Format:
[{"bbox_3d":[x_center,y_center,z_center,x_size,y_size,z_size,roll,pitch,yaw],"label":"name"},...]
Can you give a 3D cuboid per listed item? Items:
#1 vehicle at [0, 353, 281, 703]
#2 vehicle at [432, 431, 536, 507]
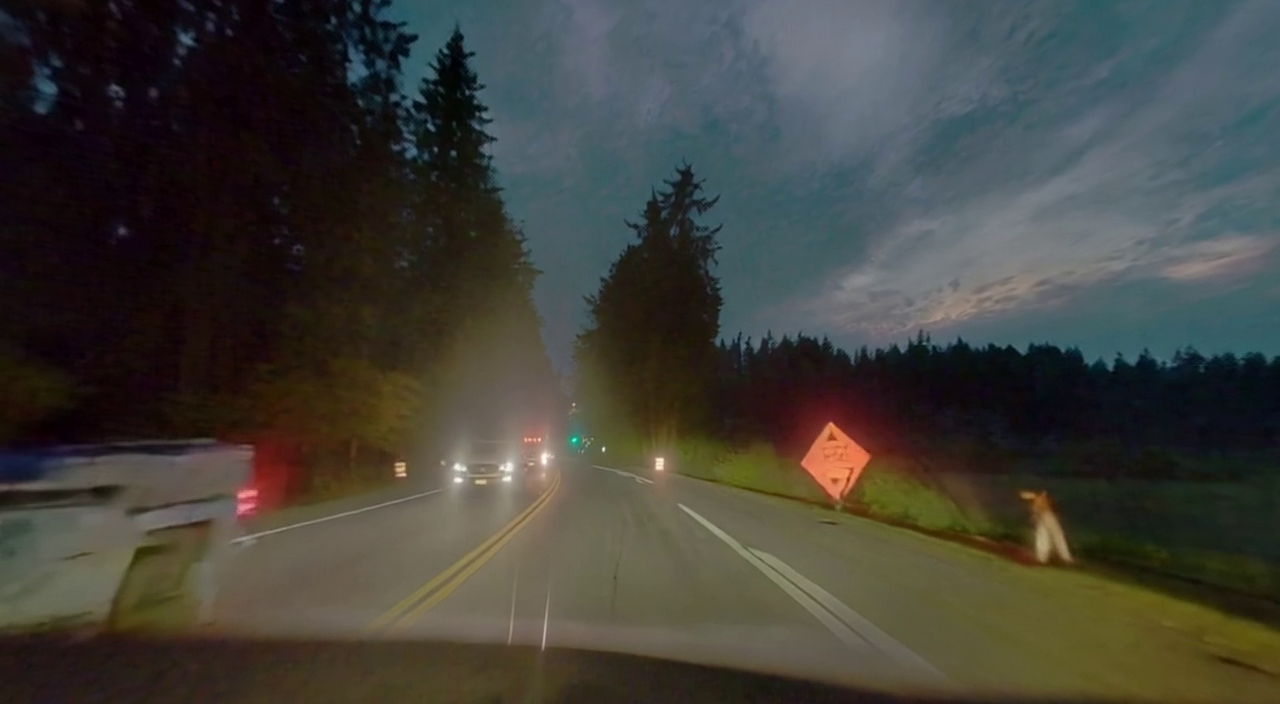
[{"bbox_3d":[-3.619,0.808,2.054,2.177,1.721,4.794,0,-8,-2],"label":"vehicle"},{"bbox_3d":[-4.100,3.123,17.391,2.057,1.792,4.457,1,-9,-5],"label":"vehicle"}]
